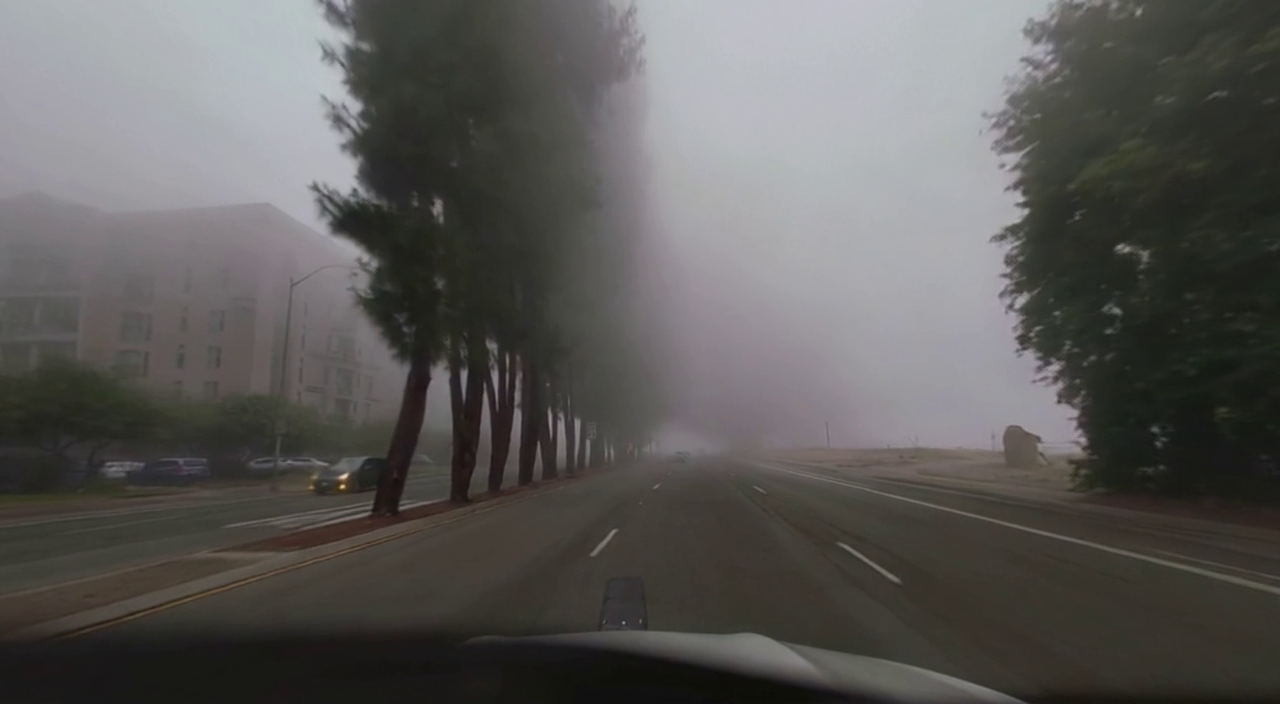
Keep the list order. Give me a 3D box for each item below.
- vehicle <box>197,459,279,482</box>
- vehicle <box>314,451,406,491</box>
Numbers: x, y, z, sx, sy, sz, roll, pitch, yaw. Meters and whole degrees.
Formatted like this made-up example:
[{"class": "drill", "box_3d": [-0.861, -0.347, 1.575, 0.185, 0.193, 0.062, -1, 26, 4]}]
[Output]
[{"class": "vehicle", "box_3d": [-27.238, 8.063, 42.819, 4.380, 1.461, 1.754, -1, -8, 4]}, {"class": "vehicle", "box_3d": [-13.295, 5.629, 30.251, 1.915, 1.721, 4.402, -2, -8, 8]}]
